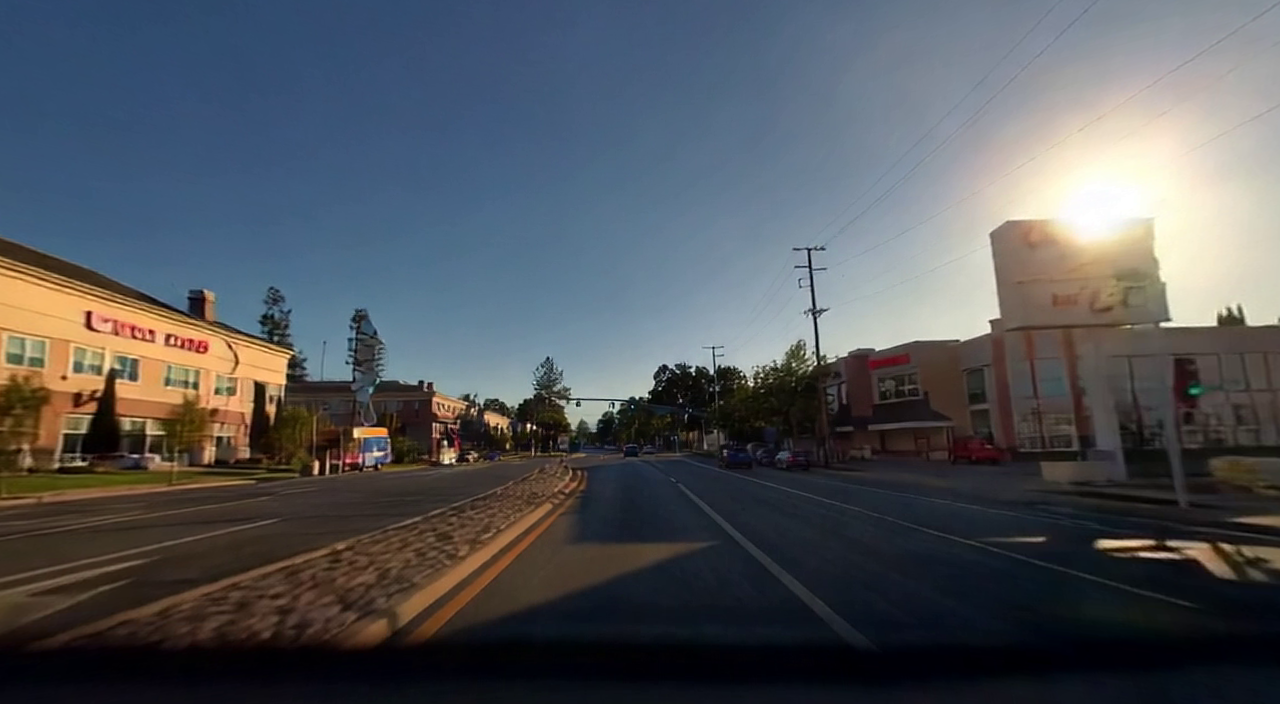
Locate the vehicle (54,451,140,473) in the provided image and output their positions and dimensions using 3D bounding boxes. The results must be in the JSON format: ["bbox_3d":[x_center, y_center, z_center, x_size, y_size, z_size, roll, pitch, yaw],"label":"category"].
[{"bbox_3d":[-37.605,7.608,43.916,1.823,1.460,4.658,0,-9,0],"label":"vehicle"}]

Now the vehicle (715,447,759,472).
[{"bbox_3d":[5.968,6.681,39.388,1.916,1.437,4.327,0,-9,-2],"label":"vehicle"}]

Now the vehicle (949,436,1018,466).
[{"bbox_3d":[19.813,5.720,36.624,1.815,1.643,3.746,0,-9,-1],"label":"vehicle"}]

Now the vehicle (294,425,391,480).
[{"bbox_3d":[-19.341,6.608,41.659,2.886,3.299,6.838,0,-9,1],"label":"vehicle"}]

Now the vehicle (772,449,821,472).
[{"bbox_3d":[10.260,7.124,41.656,1.902,1.427,4.458,0,-9,-3],"label":"vehicle"}]
